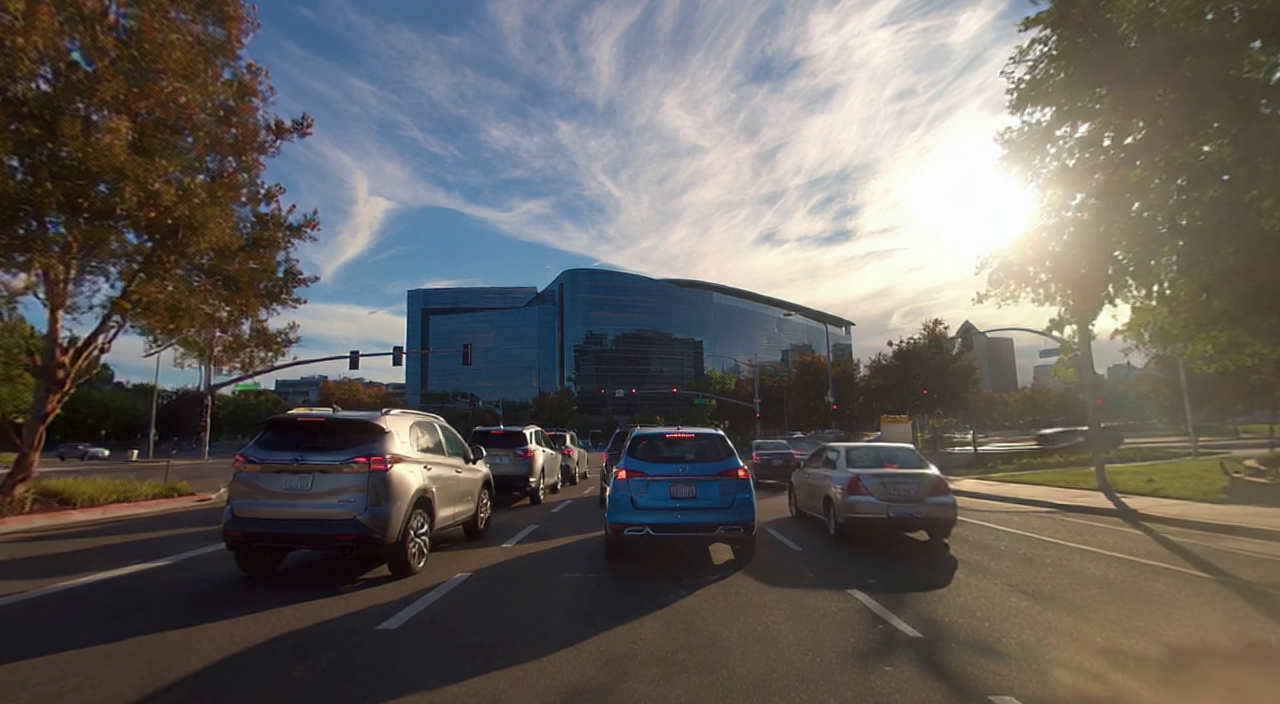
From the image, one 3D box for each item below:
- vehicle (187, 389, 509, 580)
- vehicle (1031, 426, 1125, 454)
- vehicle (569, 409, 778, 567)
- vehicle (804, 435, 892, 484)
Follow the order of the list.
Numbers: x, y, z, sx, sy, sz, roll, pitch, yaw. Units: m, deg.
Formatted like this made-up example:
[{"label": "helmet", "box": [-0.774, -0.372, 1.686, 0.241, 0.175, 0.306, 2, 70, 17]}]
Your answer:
[{"label": "vehicle", "box": [-3.259, 1.591, 8.288, 2.085, 1.812, 4.388, 0, -8, 0]}, {"label": "vehicle", "box": [28.024, 5.662, 40.464, 4.629, 1.687, 1.824, -4, -9, 24]}, {"label": "vehicle", "box": [0.374, 1.741, 8.769, 2.189, 1.649, 4.171, 0, -8, 1]}, {"label": "vehicle", "box": [7.442, 3.860, 22.963, 2.067, 1.599, 4.251, -1, -8, 5]}]
